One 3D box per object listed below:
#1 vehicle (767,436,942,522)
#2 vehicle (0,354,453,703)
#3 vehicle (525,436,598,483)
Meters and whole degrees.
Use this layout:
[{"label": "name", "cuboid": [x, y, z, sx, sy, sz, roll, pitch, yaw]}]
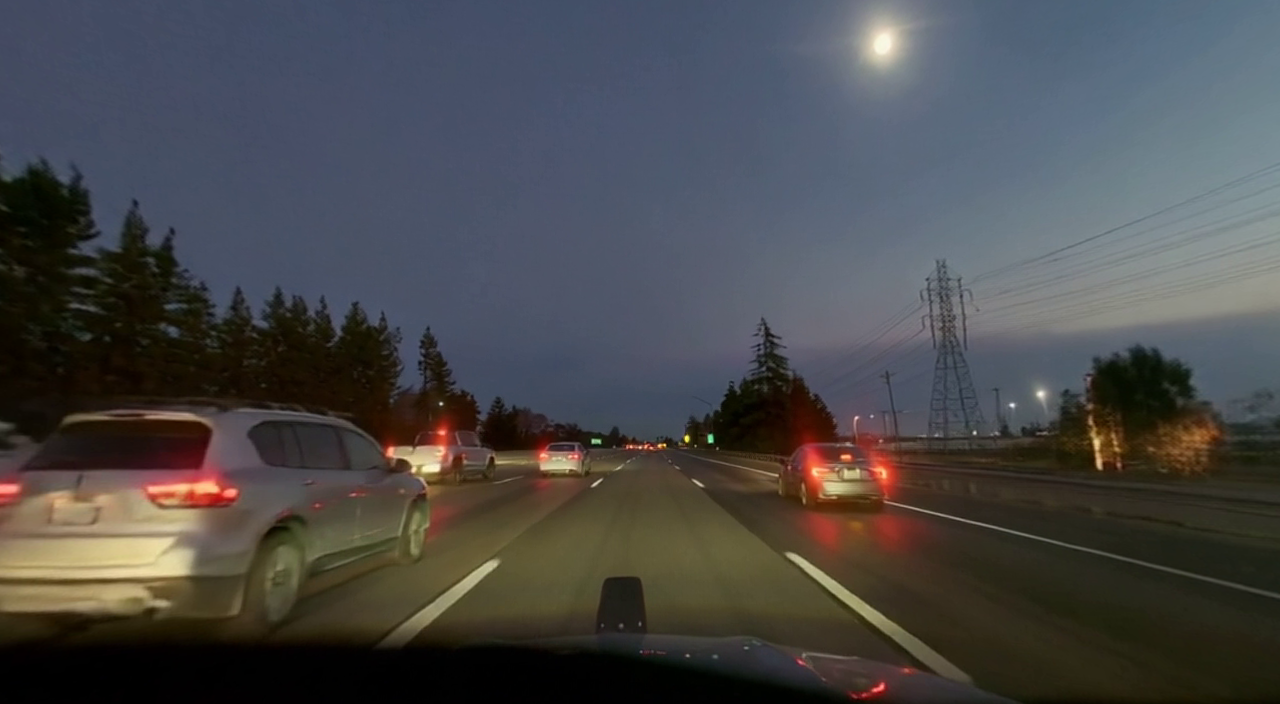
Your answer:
[{"label": "vehicle", "cuboid": [4.175, 2.537, 13.277, 2.022, 1.472, 4.678, 0, -8, 0]}, {"label": "vehicle", "cuboid": [-3.380, 1.220, 5.334, 2.133, 1.775, 4.530, 0, -8, 1]}, {"label": "vehicle", "cuboid": [-2.950, 4.139, 24.624, 2.133, 1.668, 4.505, 0, -8, 2]}]
